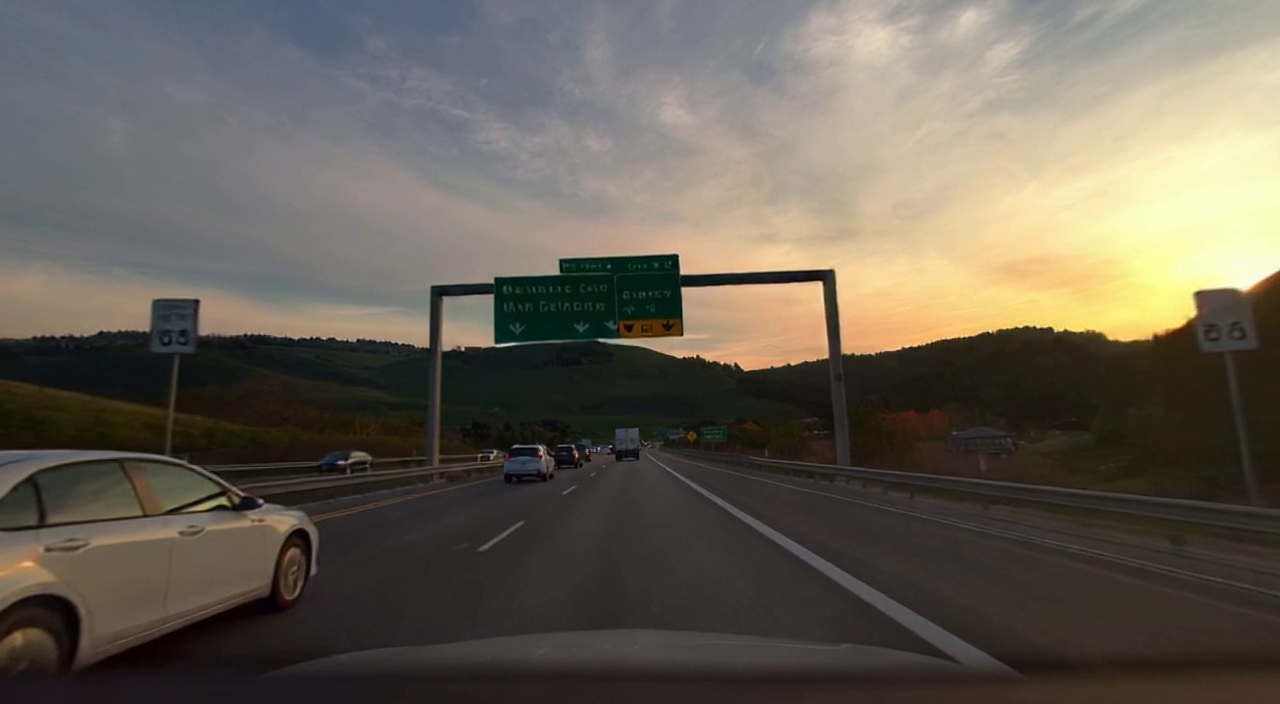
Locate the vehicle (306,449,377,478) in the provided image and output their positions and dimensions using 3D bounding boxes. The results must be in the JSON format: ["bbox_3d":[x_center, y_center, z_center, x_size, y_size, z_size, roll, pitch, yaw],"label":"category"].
[{"bbox_3d":[-16.828,6.277,35.838,1.877,1.492,4.346,0,-9,0],"label":"vehicle"}]

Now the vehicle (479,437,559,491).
[{"bbox_3d":[-4.171,3.944,22.523,2.073,1.694,4.162,0,-9,-1],"label":"vehicle"}]

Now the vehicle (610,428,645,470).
[{"bbox_3d":[-0.783,6.571,42.899,2.227,2.611,5.900,0,-9,0],"label":"vehicle"}]

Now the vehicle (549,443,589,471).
[{"bbox_3d":[-4.314,6.465,38.878,2.044,1.624,4.032,0,-9,0],"label":"vehicle"}]

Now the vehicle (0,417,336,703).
[{"bbox_3d":[-3.826,1.143,3.573,1.988,1.440,4.504,0,-9,-1],"label":"vehicle"}]
